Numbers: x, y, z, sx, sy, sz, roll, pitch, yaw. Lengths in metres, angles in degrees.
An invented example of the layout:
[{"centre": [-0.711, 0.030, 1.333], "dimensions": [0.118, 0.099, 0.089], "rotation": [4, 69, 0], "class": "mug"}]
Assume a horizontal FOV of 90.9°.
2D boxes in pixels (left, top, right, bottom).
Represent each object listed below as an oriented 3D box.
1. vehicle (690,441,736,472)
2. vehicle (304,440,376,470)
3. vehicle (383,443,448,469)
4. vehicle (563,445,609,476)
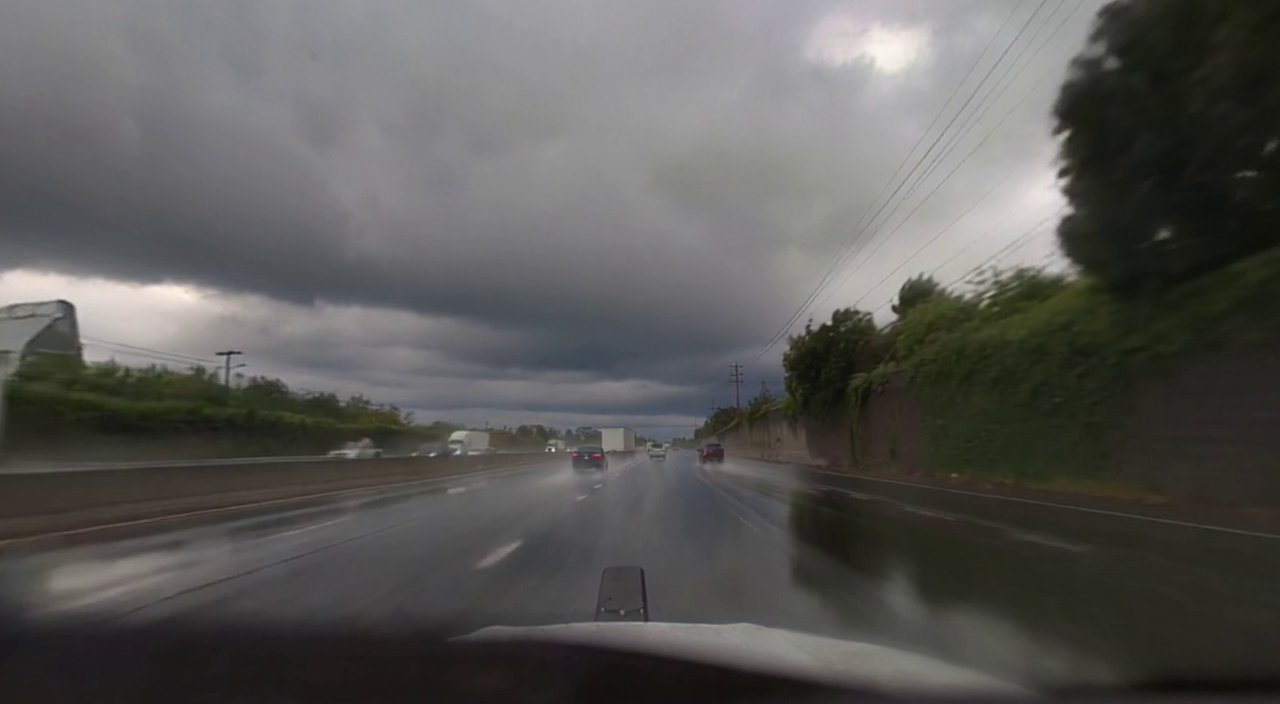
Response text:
[{"centre": [4.463, 6.454, 39.223], "dimensions": [2.214, 1.799, 4.627], "rotation": [0, -9, 0], "class": "vehicle"}, {"centre": [-18.648, 6.402, 39.422], "dimensions": [2.054, 1.736, 4.714], "rotation": [0, -9, 2], "class": "vehicle"}, {"centre": [-14.581, 6.784, 41.204], "dimensions": [2.427, 1.537, 4.519], "rotation": [0, -9, 2], "class": "vehicle"}, {"centre": [-2.825, 5.742, 33.566], "dimensions": [2.004, 1.498, 4.043], "rotation": [0, -9, 1], "class": "vehicle"}]
